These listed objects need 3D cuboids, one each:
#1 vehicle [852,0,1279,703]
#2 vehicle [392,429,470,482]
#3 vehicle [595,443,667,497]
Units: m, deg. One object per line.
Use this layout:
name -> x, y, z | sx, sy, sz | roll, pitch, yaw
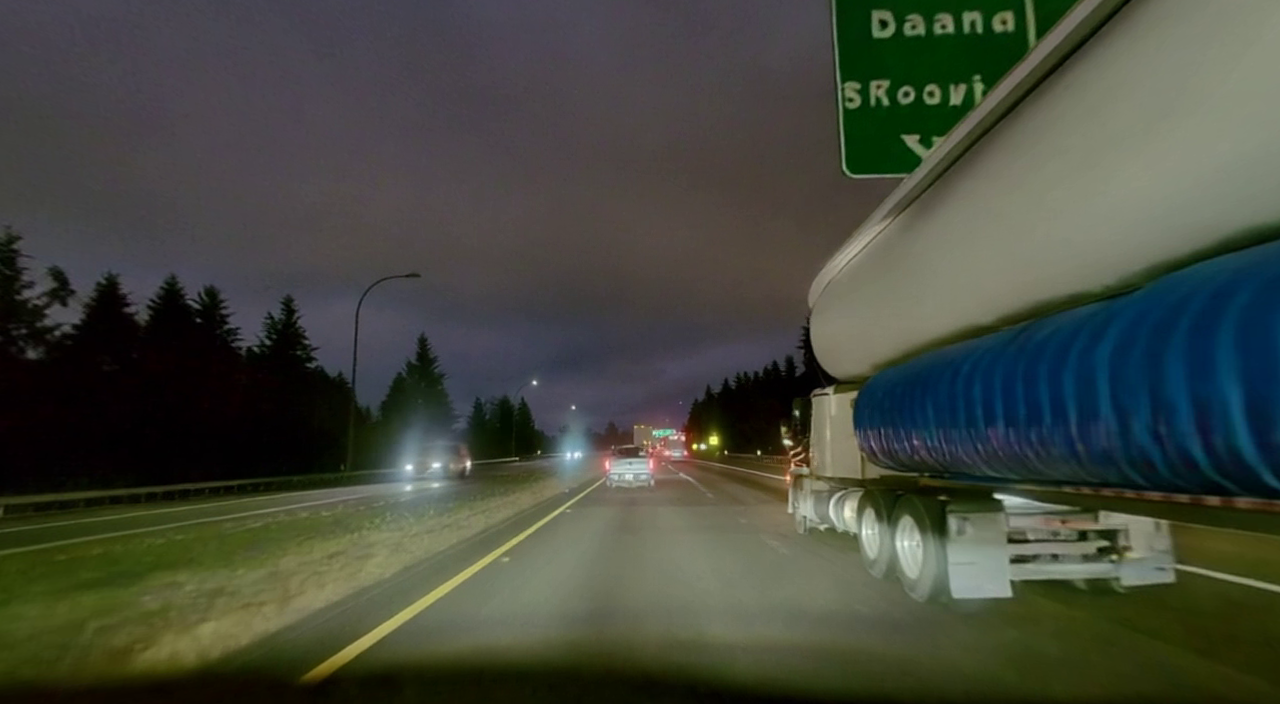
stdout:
vehicle -> 3.928, -0.159, 1.655 | 2.694, 3.453, 11.641 | 0, -9, 0
vehicle -> -12.124, 6.024, 37.240 | 2.375, 2.798, 6.597 | -1, -8, 0
vehicle -> -0.243, 3.622, 19.627 | 2.003, 1.490, 3.636 | 0, -9, 0
